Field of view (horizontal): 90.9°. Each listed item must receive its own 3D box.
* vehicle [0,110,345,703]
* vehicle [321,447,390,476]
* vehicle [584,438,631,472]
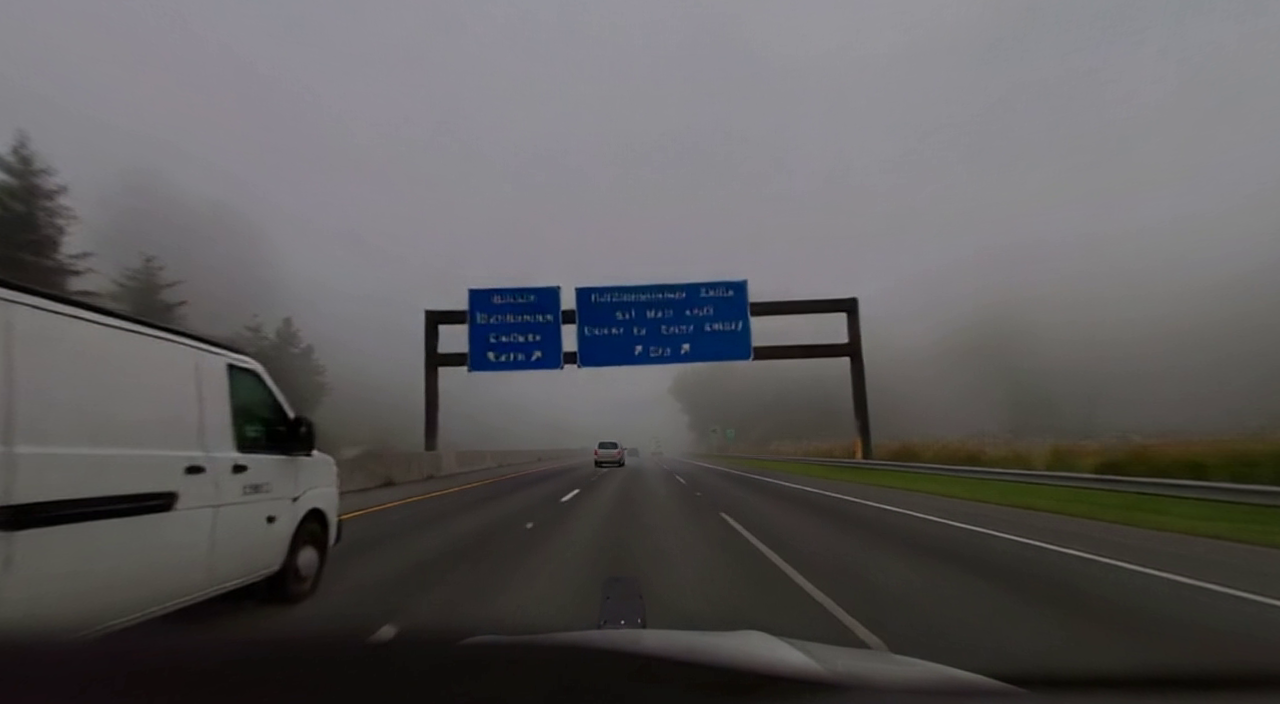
[{"bbox_3d":[-4.083,0.309,2.999,2.382,2.736,5.982,0,-9,0],"label":"vehicle"},{"bbox_3d":[-16.345,6.297,36.478,1.893,1.505,4.505,0,-9,0],"label":"vehicle"},{"bbox_3d":[-1.661,5.496,33.814,2.183,1.662,3.968,0,-9,2],"label":"vehicle"}]
